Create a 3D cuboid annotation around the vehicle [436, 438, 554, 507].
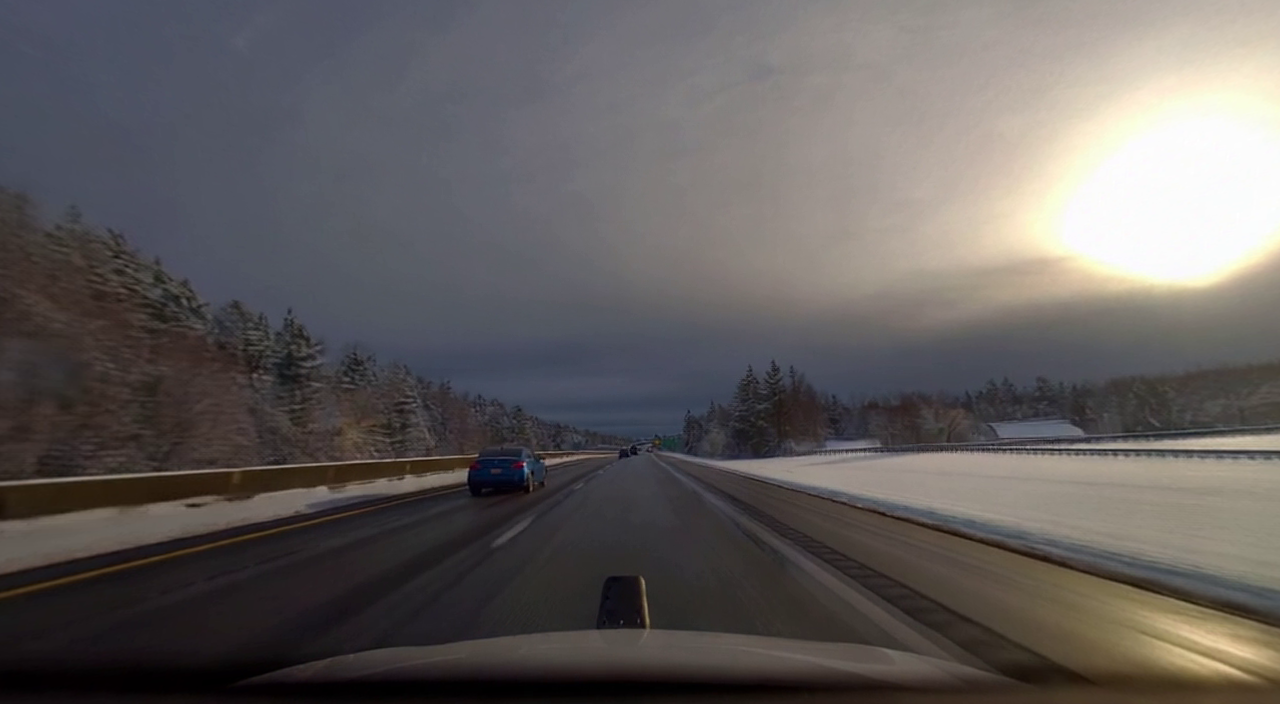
[{"bbox_3d":[-3.615,3.083,16.600,2.088,1.586,4.000,0,-9,1],"label":"vehicle"}]
